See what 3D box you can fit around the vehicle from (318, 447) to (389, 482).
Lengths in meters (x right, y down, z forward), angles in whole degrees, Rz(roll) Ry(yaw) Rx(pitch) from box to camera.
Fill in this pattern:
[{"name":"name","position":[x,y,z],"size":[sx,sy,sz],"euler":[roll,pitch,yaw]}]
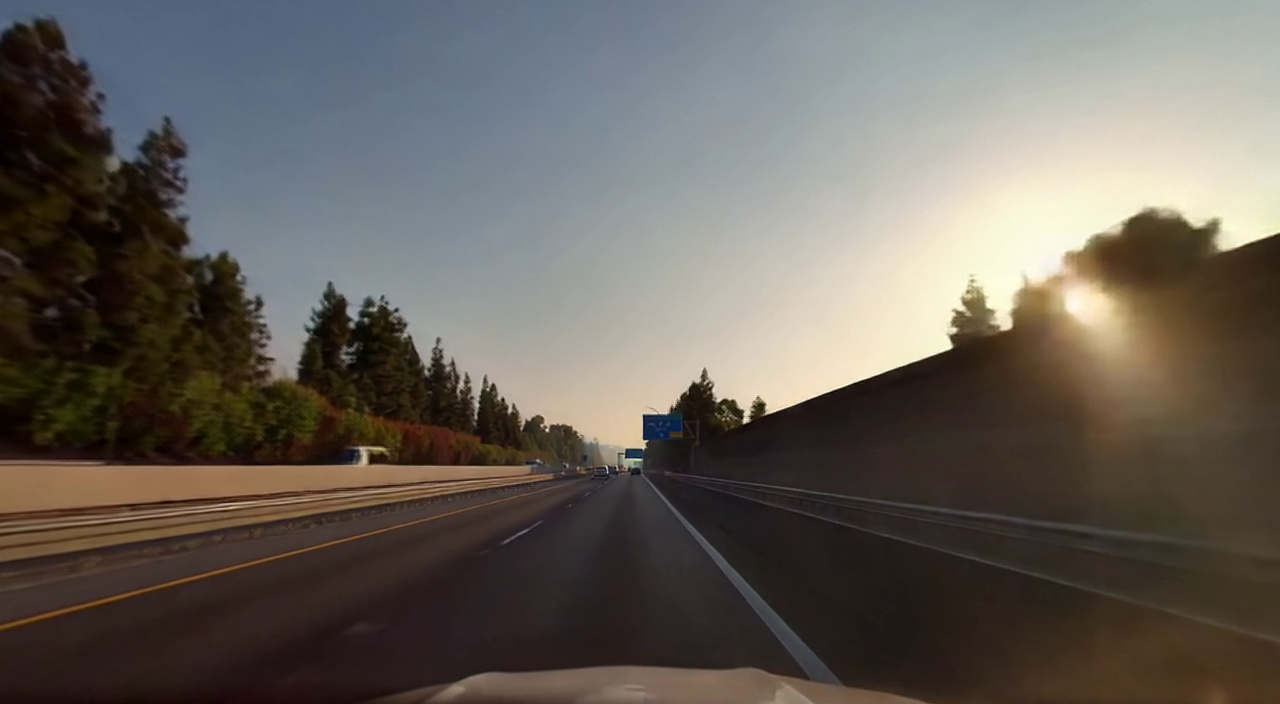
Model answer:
[{"name":"vehicle","position":[-17.159,6.802,38.052],"size":[2.024,1.908,4.774],"euler":[1,-10,0]}]
